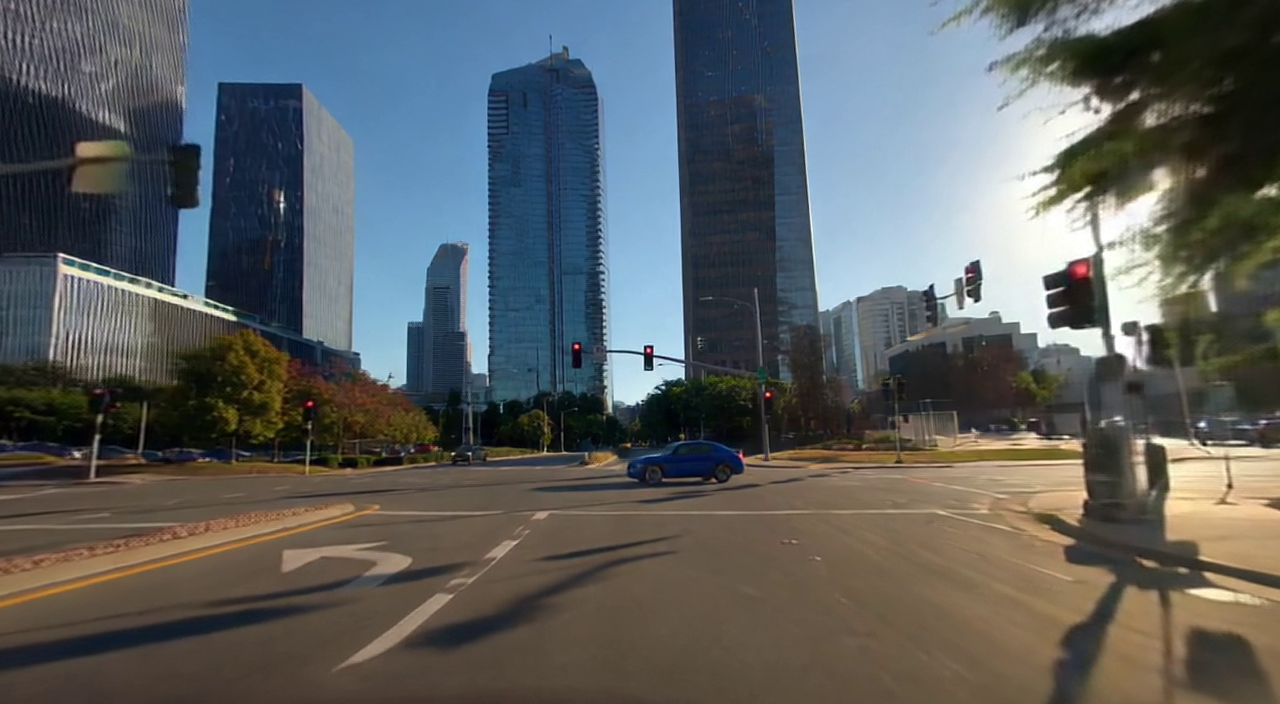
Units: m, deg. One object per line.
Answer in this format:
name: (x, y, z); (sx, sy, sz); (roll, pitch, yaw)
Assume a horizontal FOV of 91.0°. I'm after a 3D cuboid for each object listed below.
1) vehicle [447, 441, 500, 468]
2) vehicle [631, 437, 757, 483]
vehicle: (-11.478, 7.098, 43.686); (2.069, 1.771, 4.947); (0, -9, 3)
vehicle: (1.962, 4.027, 23.592); (4.218, 1.572, 2.065); (2, -9, -15)
